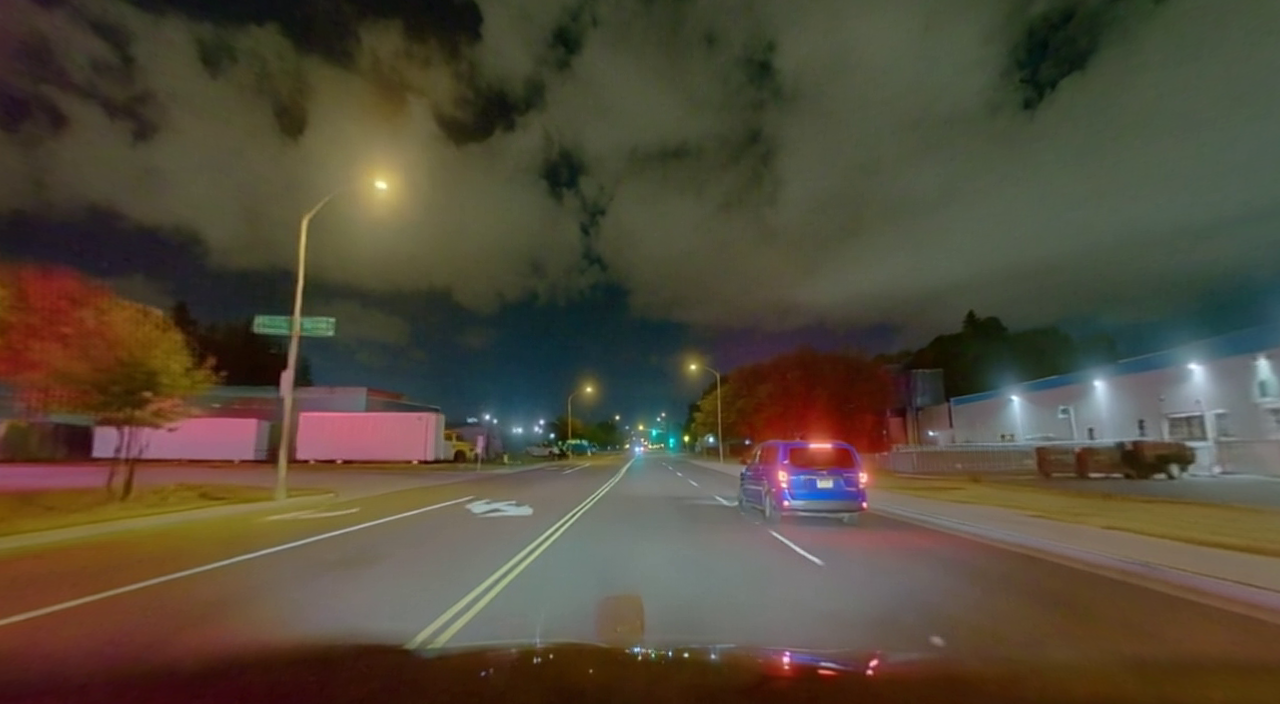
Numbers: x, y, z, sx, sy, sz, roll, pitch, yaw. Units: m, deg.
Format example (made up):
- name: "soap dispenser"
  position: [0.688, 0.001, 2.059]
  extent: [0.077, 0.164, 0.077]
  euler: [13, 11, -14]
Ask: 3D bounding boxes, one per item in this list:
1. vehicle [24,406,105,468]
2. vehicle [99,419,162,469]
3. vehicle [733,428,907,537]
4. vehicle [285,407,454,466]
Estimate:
- name: "vehicle"
  position: [-41.373, 6.261, 45.628]
  extent: [3.059, 3.984, 10.482]
  euler: [7, -12, -37]
- name: "vehicle"
  position: [-39.823, 7.250, 49.456]
  extent: [3.287, 3.586, 7.296]
  euler: [7, -12, -37]
- name: "vehicle"
  position: [3.426, 2.605, 13.225]
  extent: [2.202, 1.822, 4.826]
  euler: [0, -9, 0]
- name: "vehicle"
  position: [-19.535, 6.199, 46.088]
  extent: [10.797, 4.039, 3.044]
  euler: [1, -9, -1]
